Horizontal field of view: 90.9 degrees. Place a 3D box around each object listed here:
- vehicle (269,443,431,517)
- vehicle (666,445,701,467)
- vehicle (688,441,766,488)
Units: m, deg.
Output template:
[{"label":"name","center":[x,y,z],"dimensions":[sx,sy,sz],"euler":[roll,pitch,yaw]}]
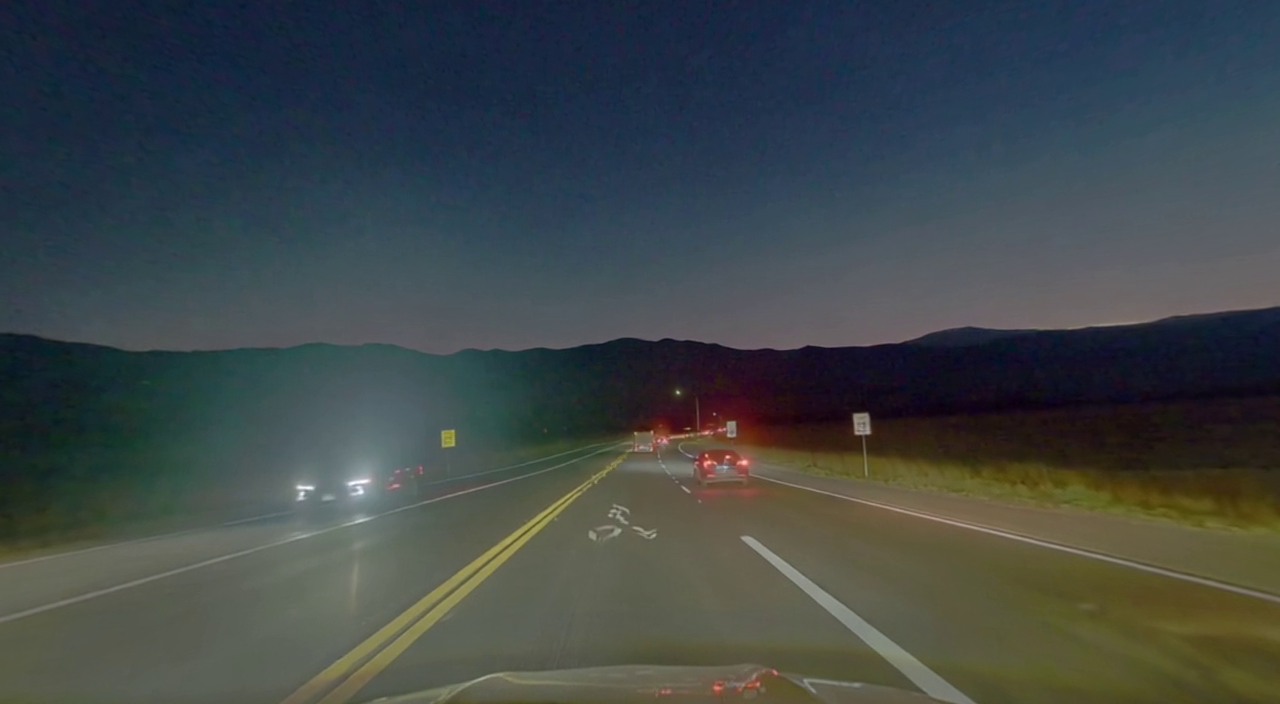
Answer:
[{"label":"vehicle","center":[-7.804,3.457,17.681],"dimensions":[2.168,1.748,4.811],"euler":[0,-8,1]},{"label":"vehicle","center":[3.050,7.451,45.430],"dimensions":[2.048,1.468,4.490],"euler":[0,-8,-2]},{"label":"vehicle","center":[3.048,4.053,23.057],"dimensions":[2.026,1.531,4.273],"euler":[0,-8,-3]}]
